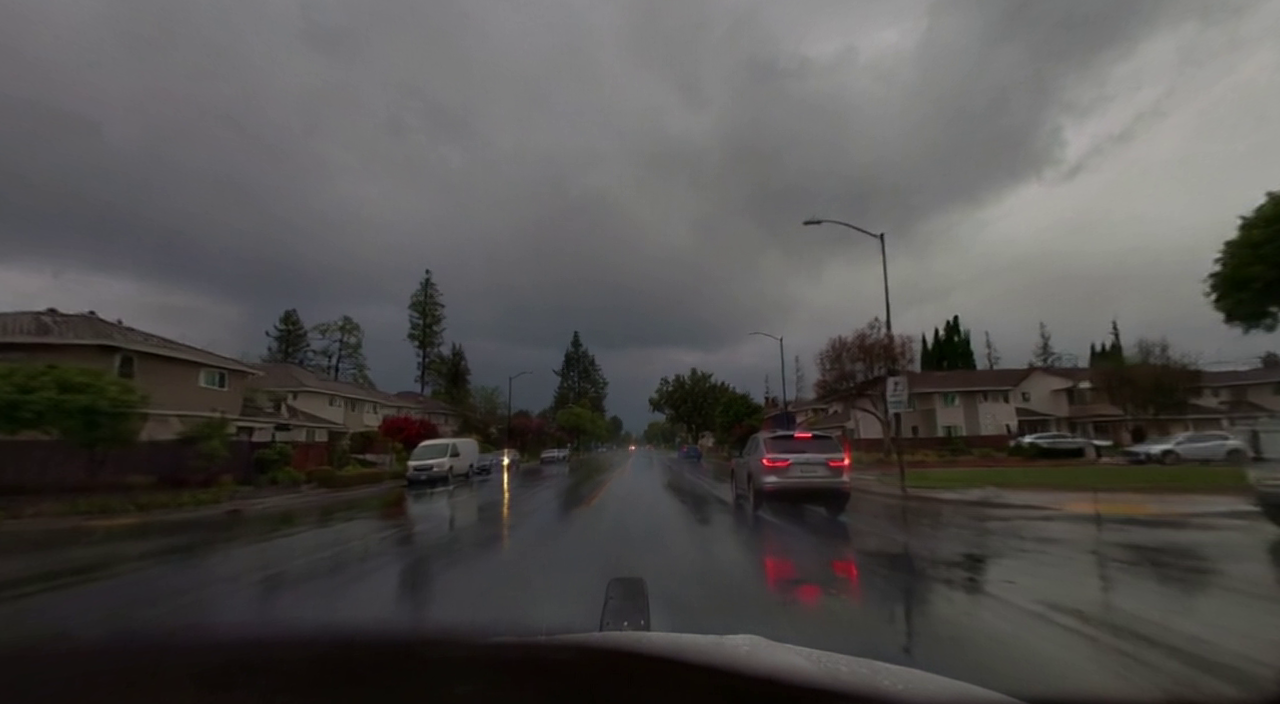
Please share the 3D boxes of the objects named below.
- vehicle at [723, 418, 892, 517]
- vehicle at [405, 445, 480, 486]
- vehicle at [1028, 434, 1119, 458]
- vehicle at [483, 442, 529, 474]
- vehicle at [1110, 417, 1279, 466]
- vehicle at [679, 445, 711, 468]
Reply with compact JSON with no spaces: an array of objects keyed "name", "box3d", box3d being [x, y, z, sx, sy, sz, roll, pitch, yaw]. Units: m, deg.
[{"name":"vehicle","box3d":[3.619,2.676,15.156,2.497,1.889,5.833,0,-9,1]},{"name":"vehicle","box3d":[-10.359,5.990,33.638,2.261,1.851,5.724,-4,-9,-1]},{"name":"vehicle","box3d":[28.530,6.186,41.568,4.578,1.511,1.857,0,-9,0]},{"name":"vehicle","box3d":[-10.118,8.069,48.041,2.254,2.127,5.697,-2,-9,0]},{"name":"vehicle","box3d":[27.196,4.391,30.925,6.155,1.968,2.431,-3,-9,0]},{"name":"vehicle","box3d":[3.740,7.223,43.569,1.956,1.492,4.425,0,-9,1]}]
